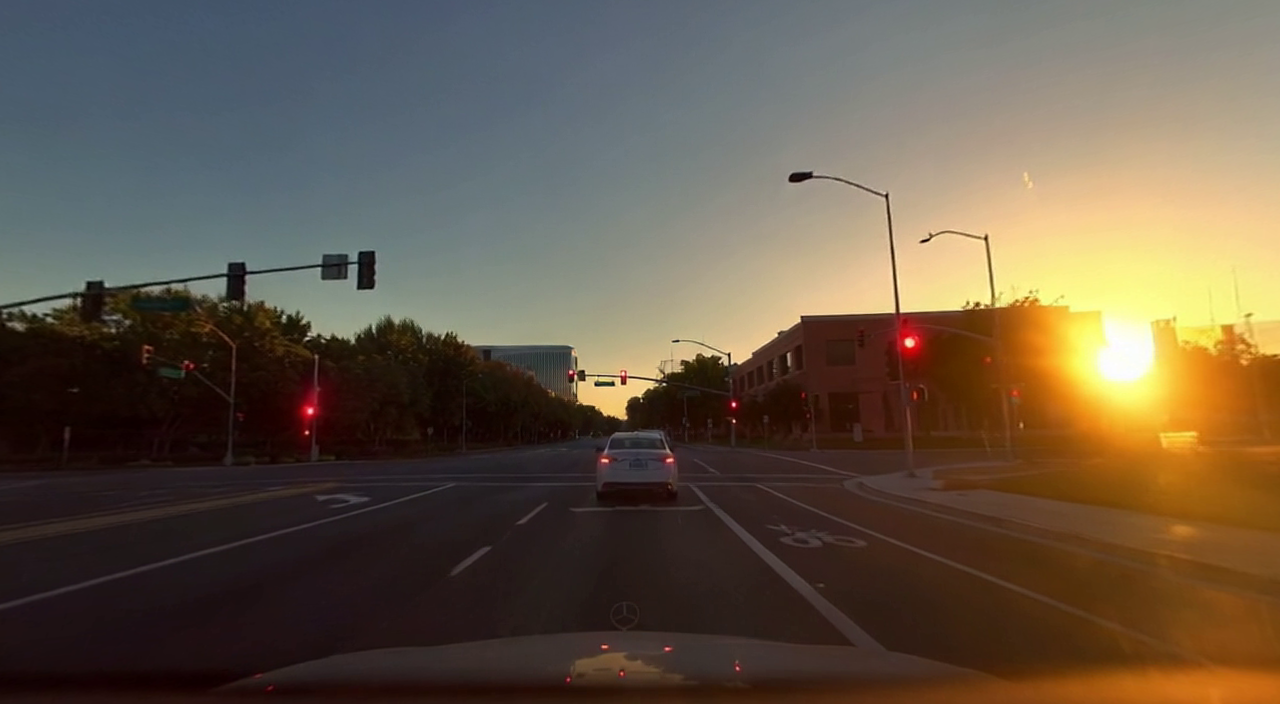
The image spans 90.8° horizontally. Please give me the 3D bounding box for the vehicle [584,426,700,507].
[{"bbox_3d":[-0.004,2.403,13.595,2.107,1.470,3.974,0,-9,-1],"label":"vehicle"}]
